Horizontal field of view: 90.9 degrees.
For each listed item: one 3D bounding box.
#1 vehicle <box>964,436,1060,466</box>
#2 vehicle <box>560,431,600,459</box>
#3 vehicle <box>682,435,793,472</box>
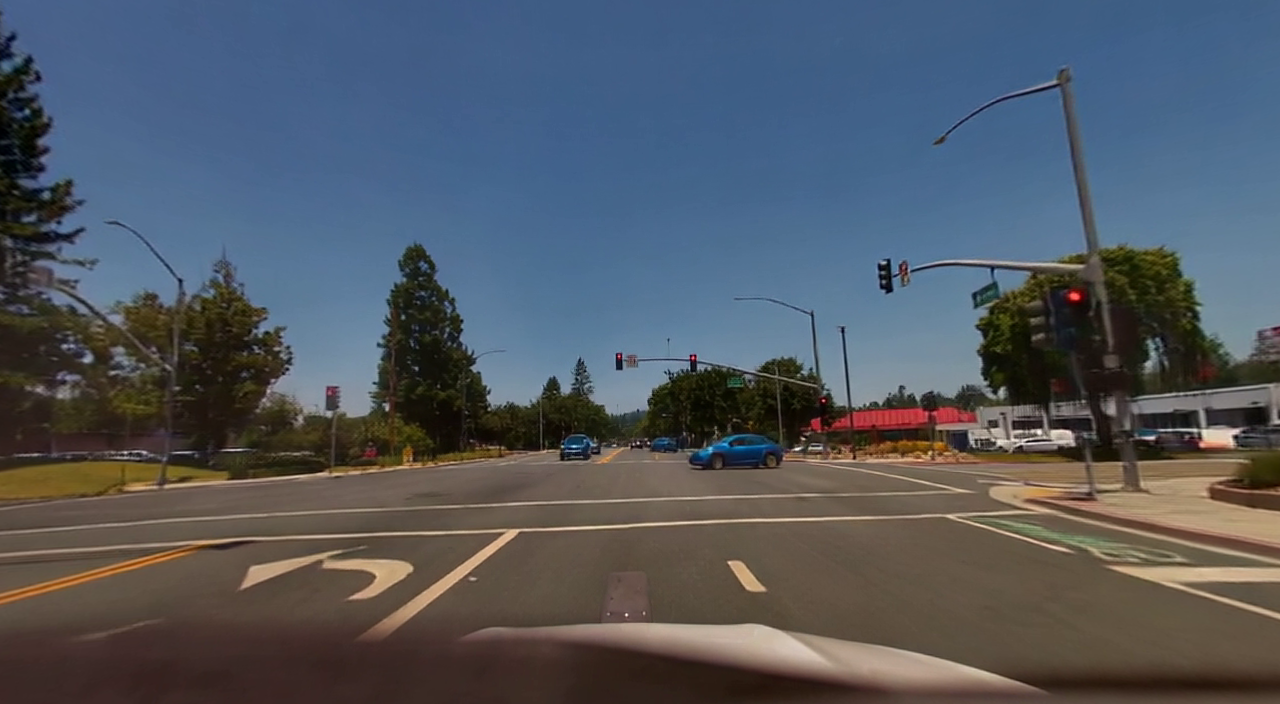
[{"bbox_3d":[19.564,5.186,33.155,4.377,1.523,1.877,3,-9,-19],"label":"vehicle"},{"bbox_3d":[-3.789,5.965,40.408,2.140,1.638,4.259,0,-8,0],"label":"vehicle"},{"bbox_3d":[4.188,4.310,26.999,4.528,1.482,1.864,5,-10,-31],"label":"vehicle"}]
